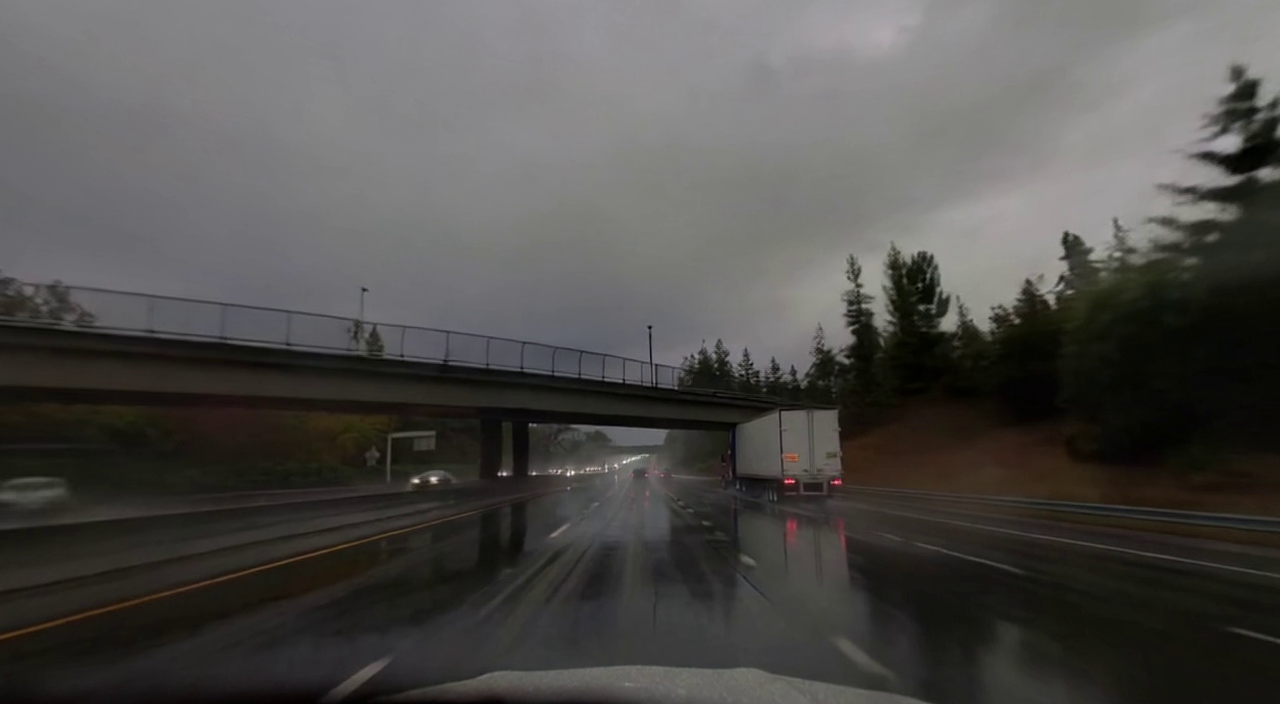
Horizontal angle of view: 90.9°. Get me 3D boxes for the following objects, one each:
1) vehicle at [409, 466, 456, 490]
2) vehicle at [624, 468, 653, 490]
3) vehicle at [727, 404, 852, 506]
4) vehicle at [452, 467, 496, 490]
[{"bbox_3d":[-15.112,9.219,46.169,1.887,1.599,4.561,1,-10,-1],"label":"vehicle"},{"bbox_3d":[-0.103,9.192,45.815,2.029,1.459,3.684,1,-10,0],"label":"vehicle"},{"bbox_3d":[7.011,5.440,32.479,2.926,4.073,13.836,1,-10,0],"label":"vehicle"},{"bbox_3d":[-11.284,8.620,43.145,1.870,1.478,4.173,1,-10,-1],"label":"vehicle"}]
